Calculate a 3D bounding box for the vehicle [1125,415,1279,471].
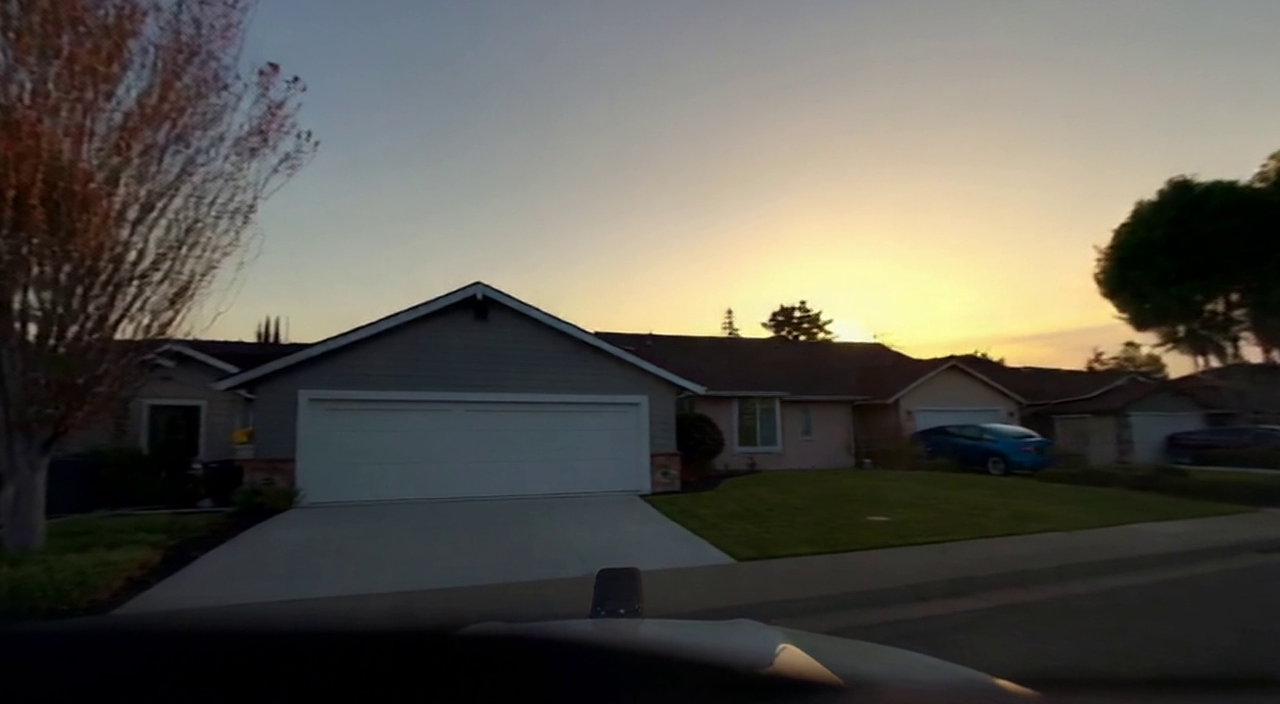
[{"bbox_3d":[17.592,2.616,18.568,1.807,1.485,4.916,4,-6,-27],"label":"vehicle"}]
